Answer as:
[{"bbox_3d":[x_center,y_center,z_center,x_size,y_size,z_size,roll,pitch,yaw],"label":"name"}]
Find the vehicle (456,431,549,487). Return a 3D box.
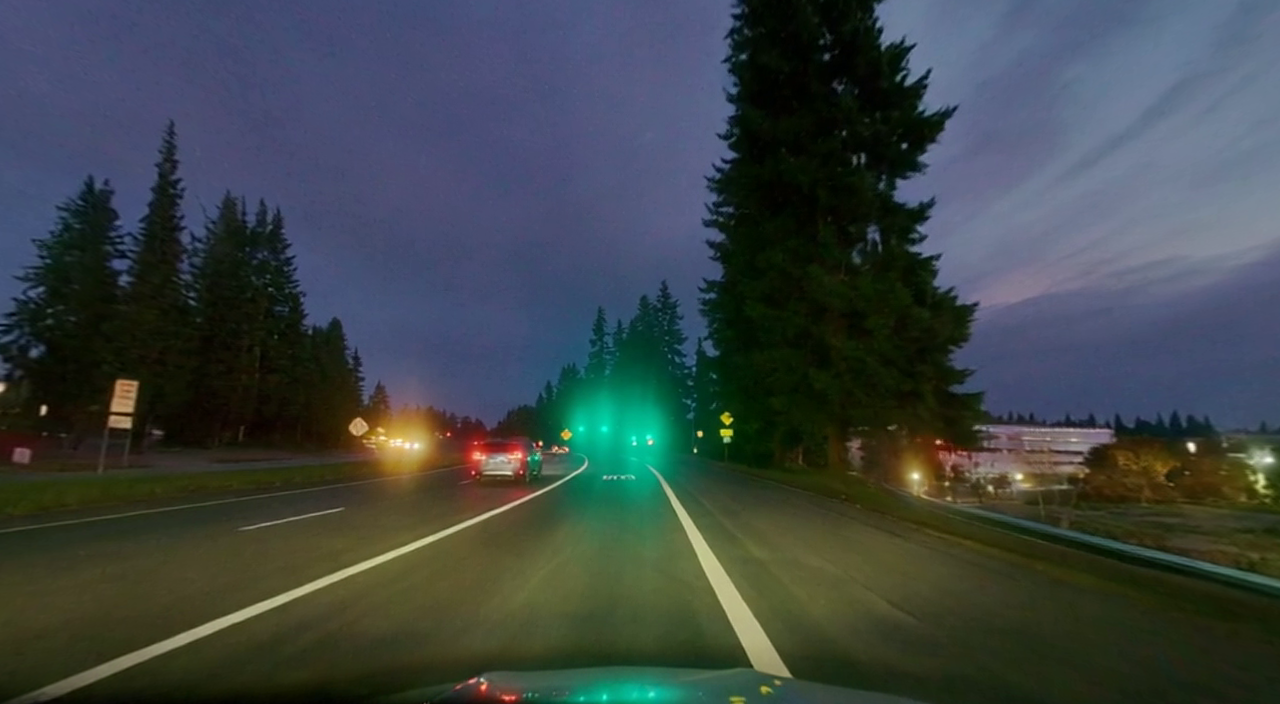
[{"bbox_3d":[-4.642,3.708,22.146,2.210,1.737,4.649,0,-8,0],"label":"vehicle"}]
